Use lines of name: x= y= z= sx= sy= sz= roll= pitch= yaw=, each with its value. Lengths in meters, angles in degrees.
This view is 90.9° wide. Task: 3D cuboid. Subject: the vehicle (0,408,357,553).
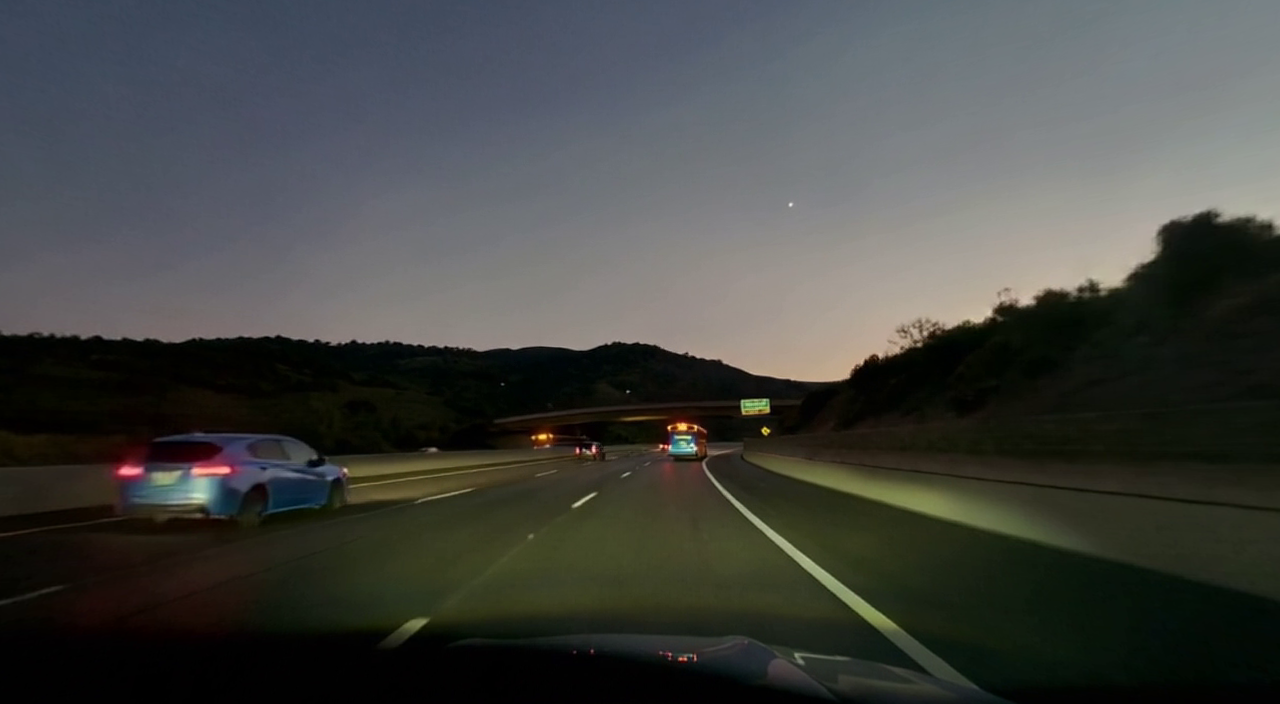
vehicle: x=-6.642 y=1.845 z=9.786 sx=2.172 sy=1.689 sz=4.625 roll=0 pitch=-8 yaw=2

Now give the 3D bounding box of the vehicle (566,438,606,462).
vehicle: x=-4.098 y=7.512 z=48.599 sx=2.106 sy=1.704 sz=4.637 roll=-1 pitch=-8 yaw=7
